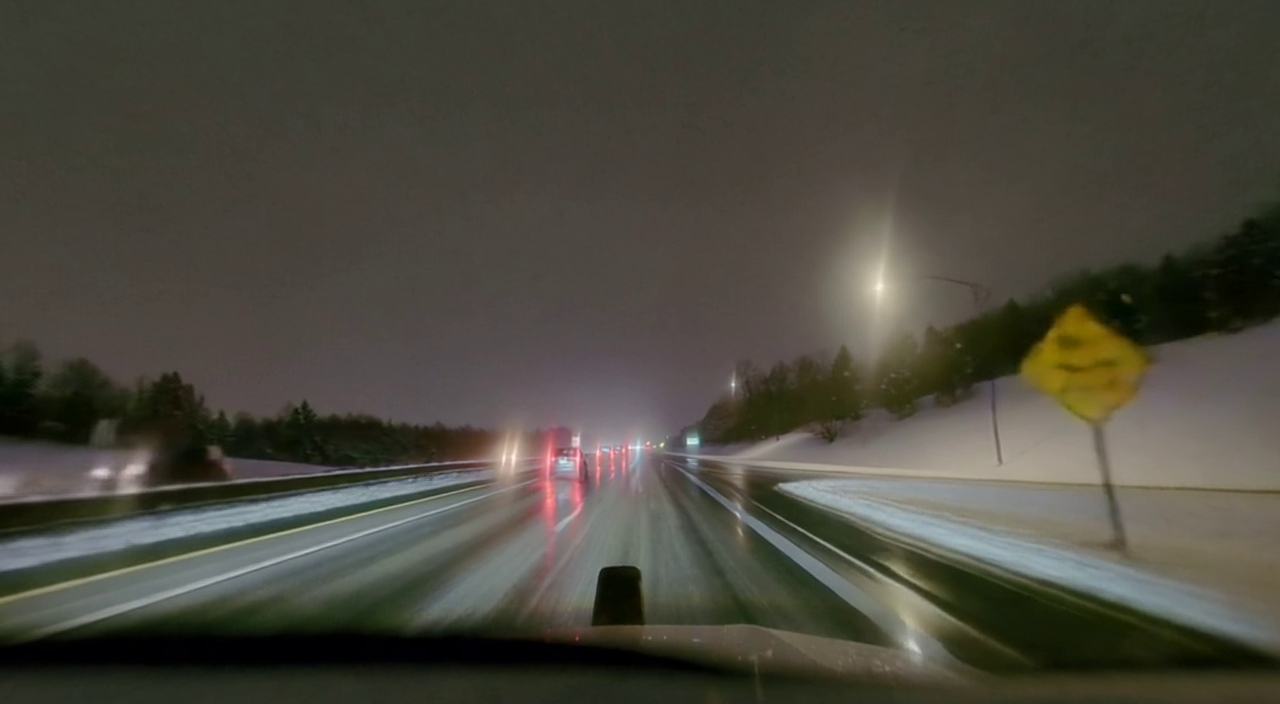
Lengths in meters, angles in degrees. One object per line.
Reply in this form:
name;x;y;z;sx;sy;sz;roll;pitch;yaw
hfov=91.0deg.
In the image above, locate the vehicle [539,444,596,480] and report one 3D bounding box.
vehicle;-3.313;5.165;29.789;2.044;1.527;4.607;0;-9;1
